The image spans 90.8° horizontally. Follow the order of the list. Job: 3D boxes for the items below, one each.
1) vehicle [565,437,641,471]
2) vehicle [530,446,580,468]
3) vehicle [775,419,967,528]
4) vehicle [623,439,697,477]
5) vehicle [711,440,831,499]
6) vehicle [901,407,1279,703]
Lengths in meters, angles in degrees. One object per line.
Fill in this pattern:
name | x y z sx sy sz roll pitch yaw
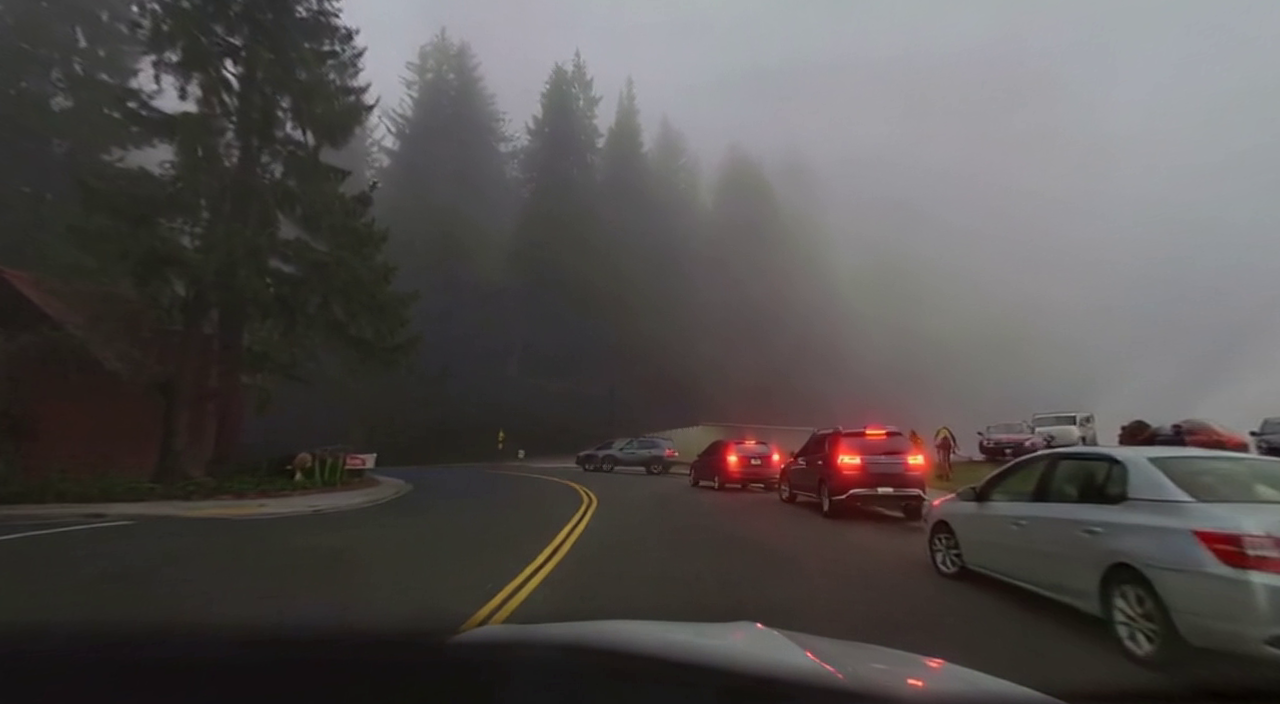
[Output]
vehicle | -2.374 6.217 38.767 2.511 1.904 6.143 4 -10 -25
vehicle | -6.202 7.547 45.669 1.789 1.504 4.435 6 -10 -33
vehicle | 4.341 2.356 12.826 1.922 1.785 4.513 1 -9 -4
vehicle | 0.894 5.208 31.245 1.967 1.698 4.649 3 -9 -21
vehicle | 3.676 3.400 18.724 1.844 1.501 4.635 2 -9 -10
vehicle | 3.913 1.292 4.692 2.046 1.502 4.767 0 -9 2
